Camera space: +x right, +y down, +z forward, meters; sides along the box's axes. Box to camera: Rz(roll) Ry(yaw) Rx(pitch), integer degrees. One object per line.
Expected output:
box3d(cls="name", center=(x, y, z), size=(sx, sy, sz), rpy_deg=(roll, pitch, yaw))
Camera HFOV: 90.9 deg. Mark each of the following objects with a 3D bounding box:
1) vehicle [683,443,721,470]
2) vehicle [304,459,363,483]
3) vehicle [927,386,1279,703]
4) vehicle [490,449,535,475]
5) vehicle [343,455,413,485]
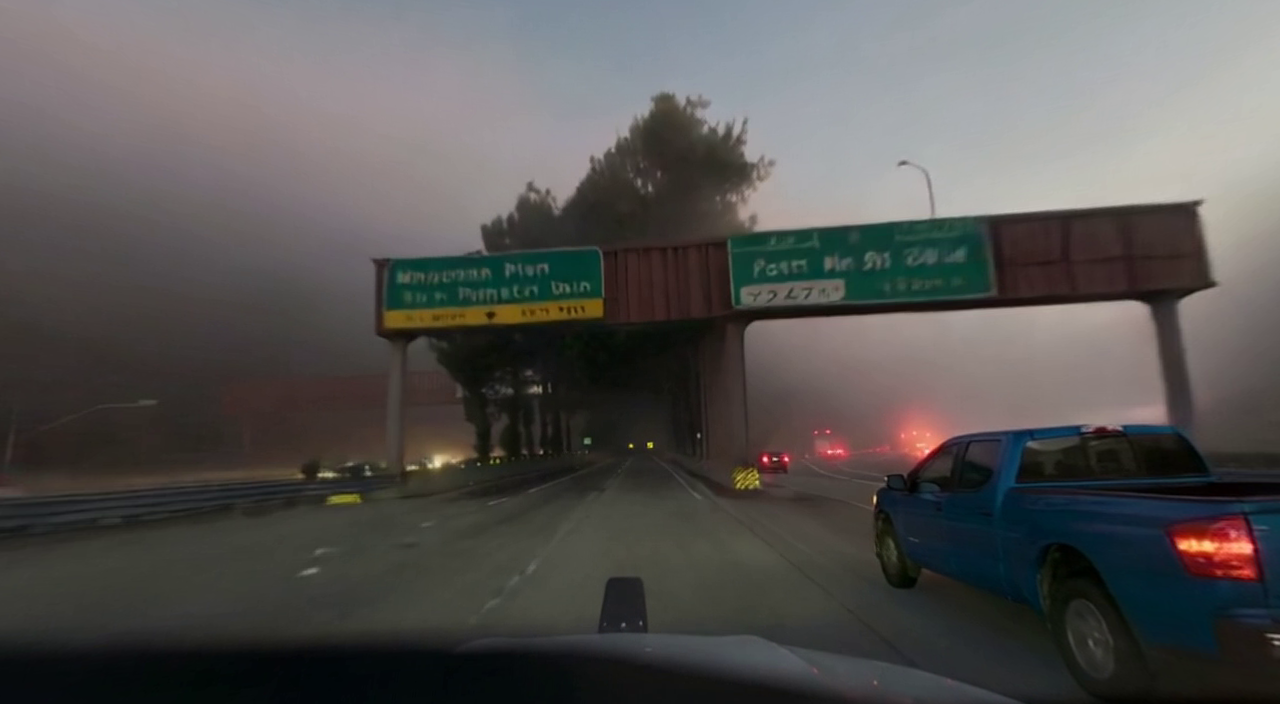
box3d(cls="vehicle", center=(3.954, 6.728, 40.868), size=(2.014, 1.643, 4.039), rpy_deg=(0, -8, -1))
box3d(cls="vehicle", center=(-21.919, 8.478, 45.312), size=(1.801, 1.487, 4.731), rpy_deg=(-1, -8, 1))
box3d(cls="vehicle", center=(3.287, 0.904, 2.391), size=(2.119, 1.524, 4.807), rpy_deg=(-1, -8, 0))
box3d(cls="vehicle", center=(-7.954, 6.876, 39.746), size=(1.920, 1.491, 4.155), rpy_deg=(-1, -8, 0))
box3d(cls="vehicle", center=(-14.773, 6.648, 35.839), size=(1.933, 1.452, 4.676), rpy_deg=(-1, -8, 1))
